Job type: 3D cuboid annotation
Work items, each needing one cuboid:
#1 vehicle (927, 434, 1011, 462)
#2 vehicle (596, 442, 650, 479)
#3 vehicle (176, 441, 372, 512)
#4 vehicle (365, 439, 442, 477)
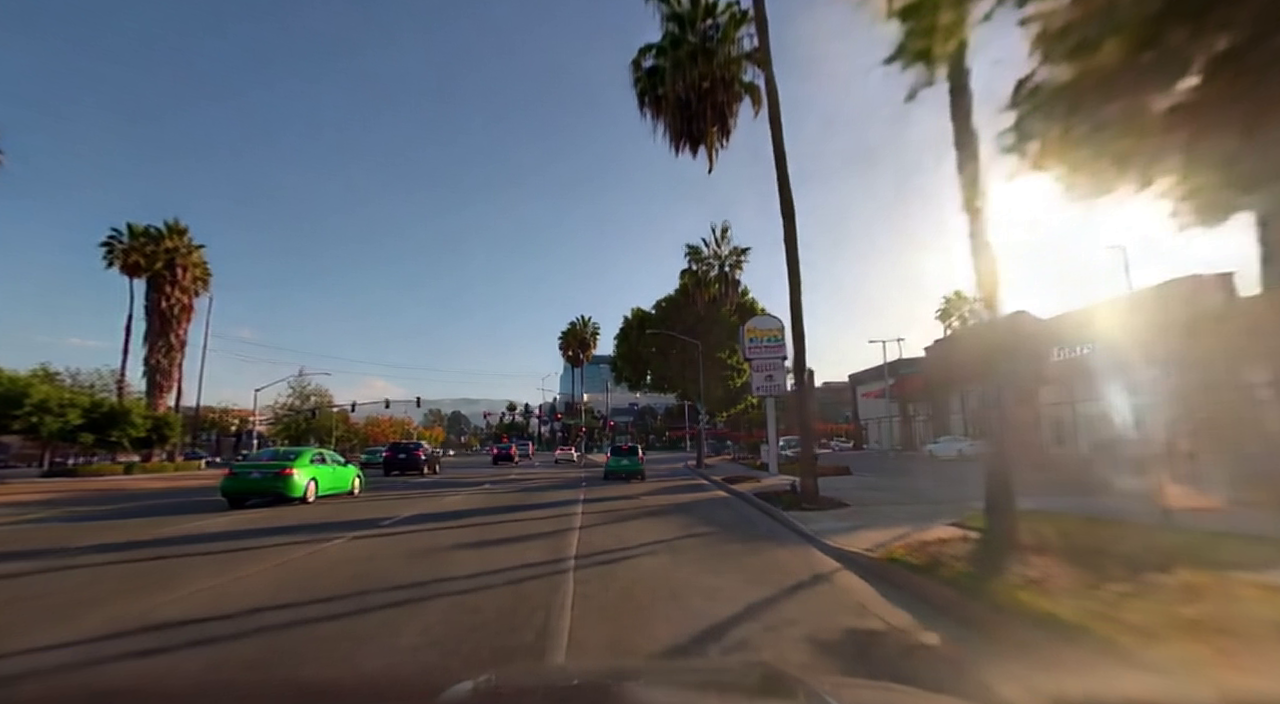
[{"bbox_3d":[18.803,5.575,36.377,1.882,1.463,4.550,2,-10,-8],"label":"vehicle"},{"bbox_3d":[-0.655,4.786,28.153,2.070,1.493,4.570,0,-9,3],"label":"vehicle"},{"bbox_3d":[-8.499,2.906,15.293,1.958,1.455,4.504,0,-9,1],"label":"vehicle"},{"bbox_3d":[-11.337,5.113,30.715,2.108,1.669,5.076,1,-9,-5],"label":"vehicle"}]
